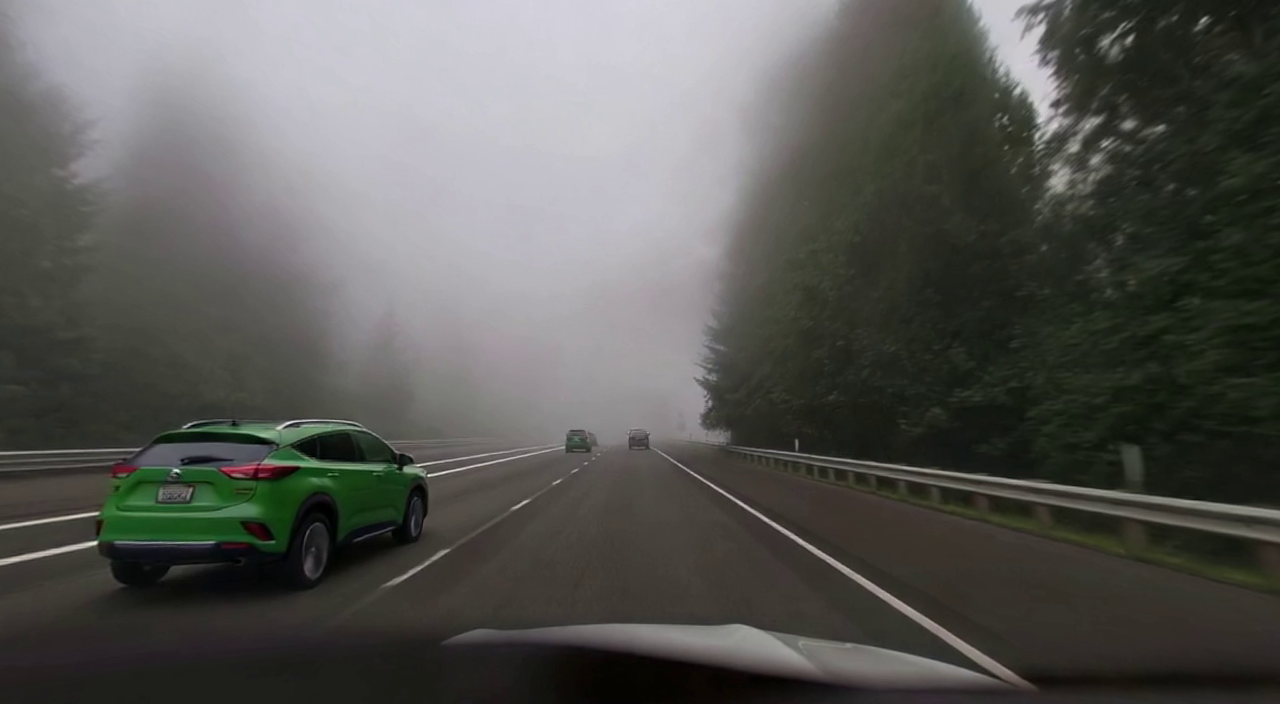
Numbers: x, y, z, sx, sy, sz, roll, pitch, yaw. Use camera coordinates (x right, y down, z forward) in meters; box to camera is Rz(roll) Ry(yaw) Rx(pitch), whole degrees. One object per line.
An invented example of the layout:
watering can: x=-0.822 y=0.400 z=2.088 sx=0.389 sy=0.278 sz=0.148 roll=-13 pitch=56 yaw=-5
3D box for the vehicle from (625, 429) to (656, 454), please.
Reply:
vehicle: x=0.002 y=6.589 z=46.457 sx=2.170 sy=1.790 sz=4.490 roll=0 pitch=-8 yaw=0

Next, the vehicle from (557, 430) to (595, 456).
vehicle: x=-4.128 y=5.949 z=41.182 sx=2.055 sy=1.610 sz=4.116 roll=0 pitch=-8 yaw=0
